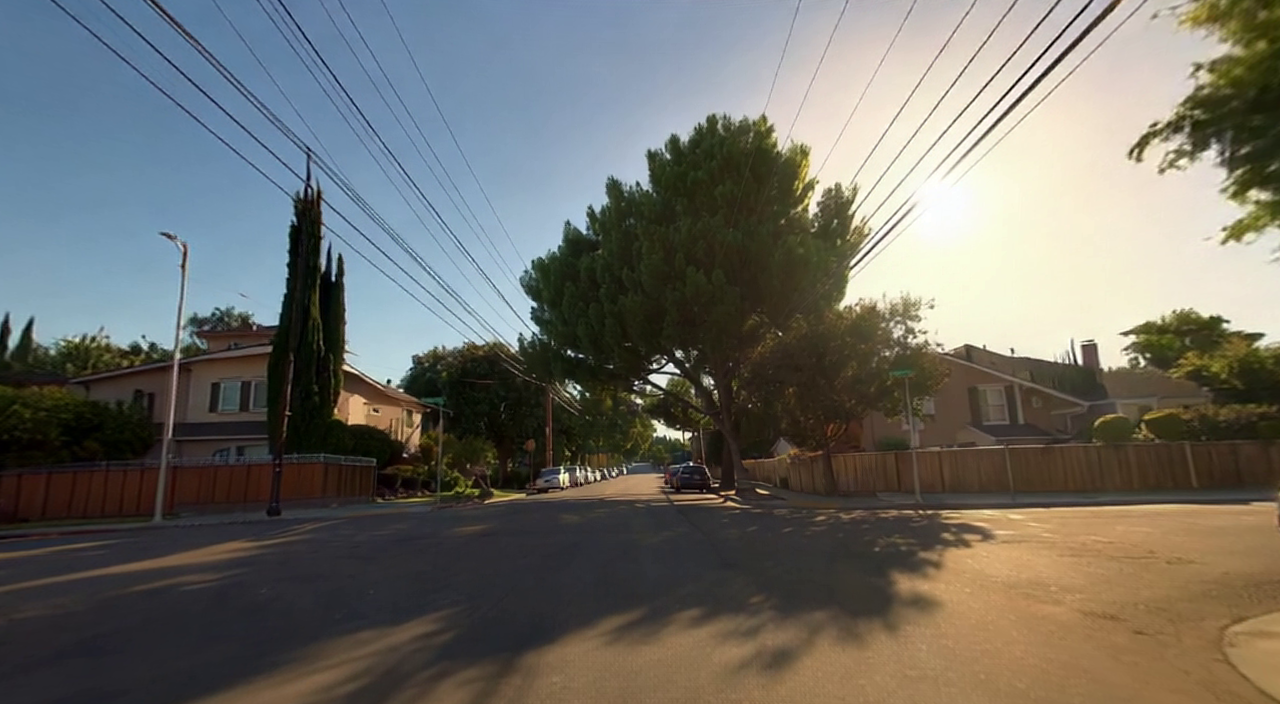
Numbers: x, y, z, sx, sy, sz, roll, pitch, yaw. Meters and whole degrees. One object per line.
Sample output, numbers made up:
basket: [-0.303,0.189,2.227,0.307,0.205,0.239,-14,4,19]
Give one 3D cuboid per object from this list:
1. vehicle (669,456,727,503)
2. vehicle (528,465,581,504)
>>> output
vehicle: [2.573,5.801,29.187,2.051,1.874,4.459,0,-8,-2]
vehicle: [-4.314,6.788,32.712,2.189,1.771,4.571,0,-9,-1]
